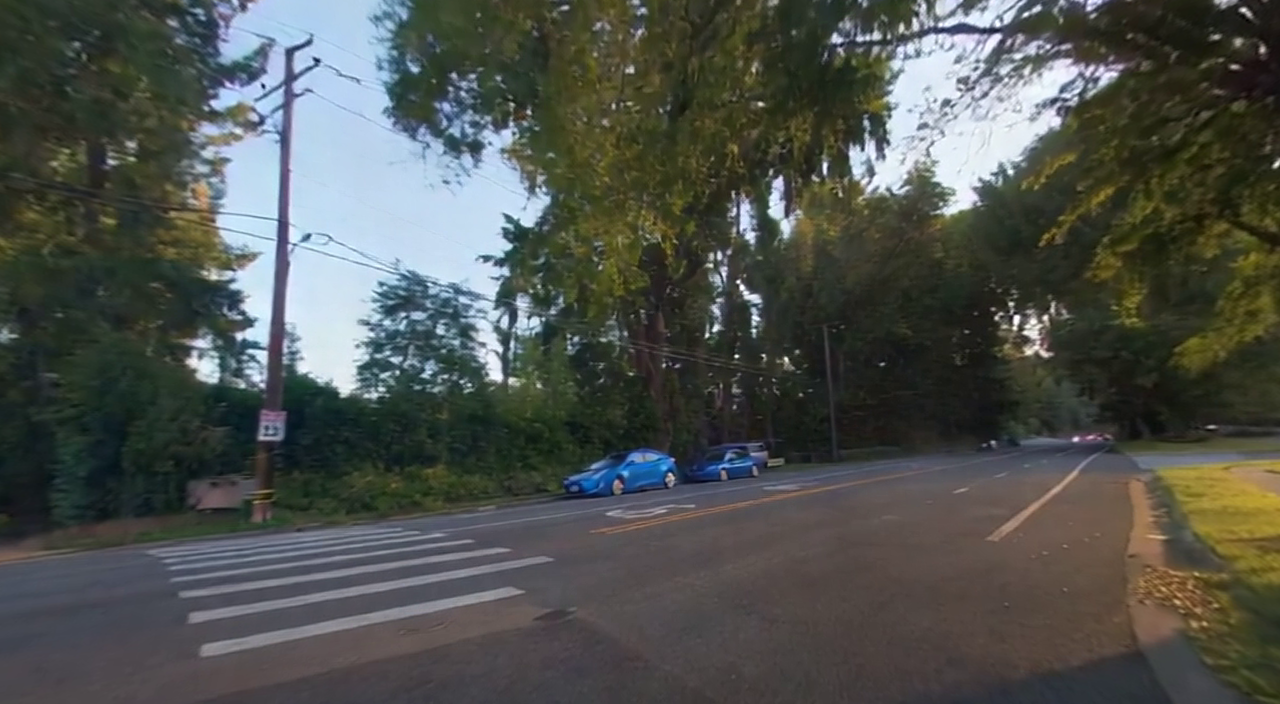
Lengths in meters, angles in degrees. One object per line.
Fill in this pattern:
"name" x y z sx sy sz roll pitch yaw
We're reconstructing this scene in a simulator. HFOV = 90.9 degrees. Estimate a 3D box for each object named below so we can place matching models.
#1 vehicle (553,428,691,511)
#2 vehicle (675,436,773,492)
"vehicle" -0.483 4.130 22.707 2.159 1.959 5.179 -11 -5 33
"vehicle" 3.792 4.917 27.956 2.087 1.700 4.467 -11 -6 38
